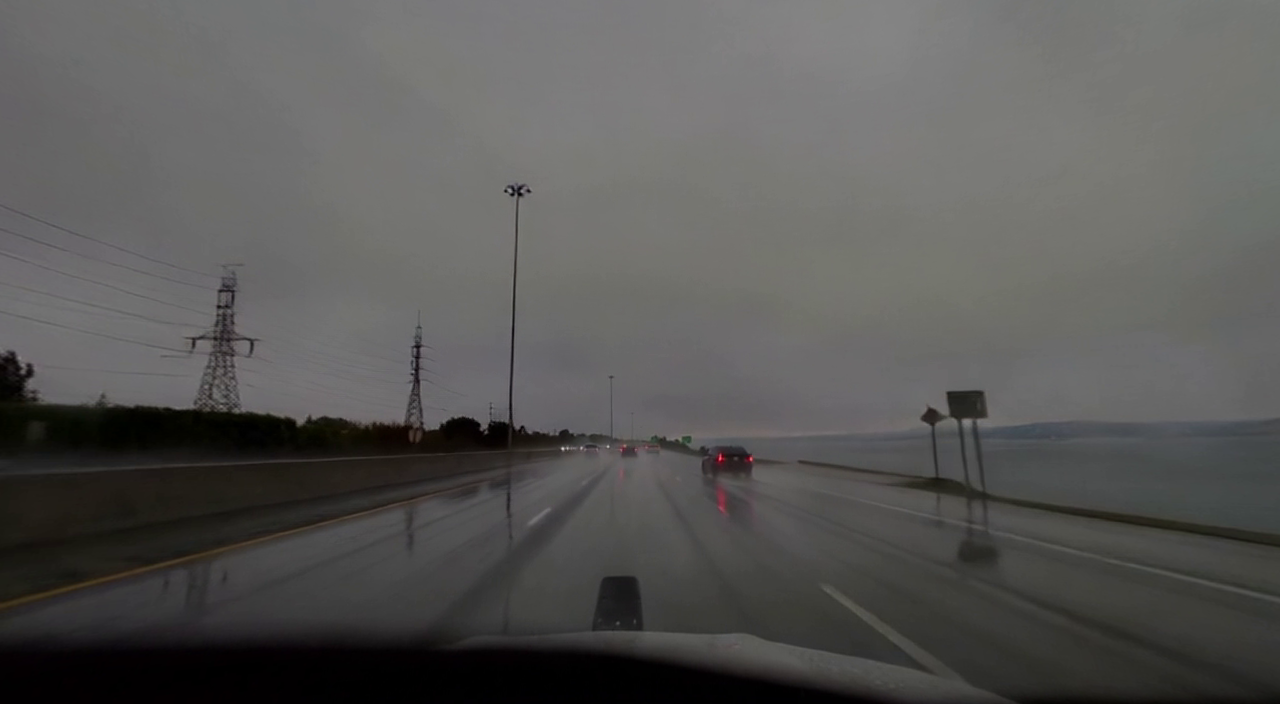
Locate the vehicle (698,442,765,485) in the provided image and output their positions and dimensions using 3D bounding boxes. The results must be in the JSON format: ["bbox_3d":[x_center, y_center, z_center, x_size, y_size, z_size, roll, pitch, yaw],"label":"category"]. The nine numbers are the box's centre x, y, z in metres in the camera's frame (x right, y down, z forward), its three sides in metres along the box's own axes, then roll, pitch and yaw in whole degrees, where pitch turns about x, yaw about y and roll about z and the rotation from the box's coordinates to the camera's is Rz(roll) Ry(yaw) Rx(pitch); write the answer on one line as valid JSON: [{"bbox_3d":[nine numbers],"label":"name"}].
[{"bbox_3d":[3.445,4.276,24.595,1.890,1.490,4.373,0,-8,-1],"label":"vehicle"}]
